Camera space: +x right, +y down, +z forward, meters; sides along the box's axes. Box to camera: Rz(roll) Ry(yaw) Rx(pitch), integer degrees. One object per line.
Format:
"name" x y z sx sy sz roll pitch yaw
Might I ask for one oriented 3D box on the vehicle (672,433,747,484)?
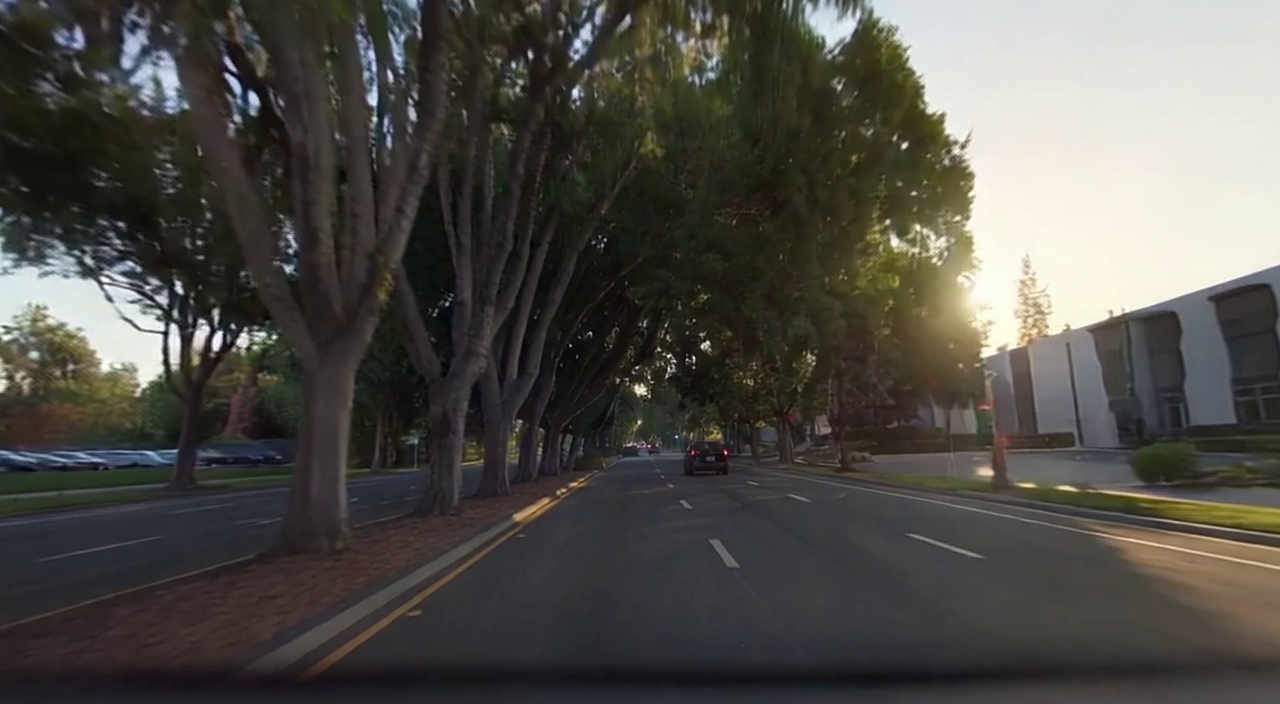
"vehicle" 2.548 4.069 24.454 2.240 1.740 4.605 0 -8 -2
